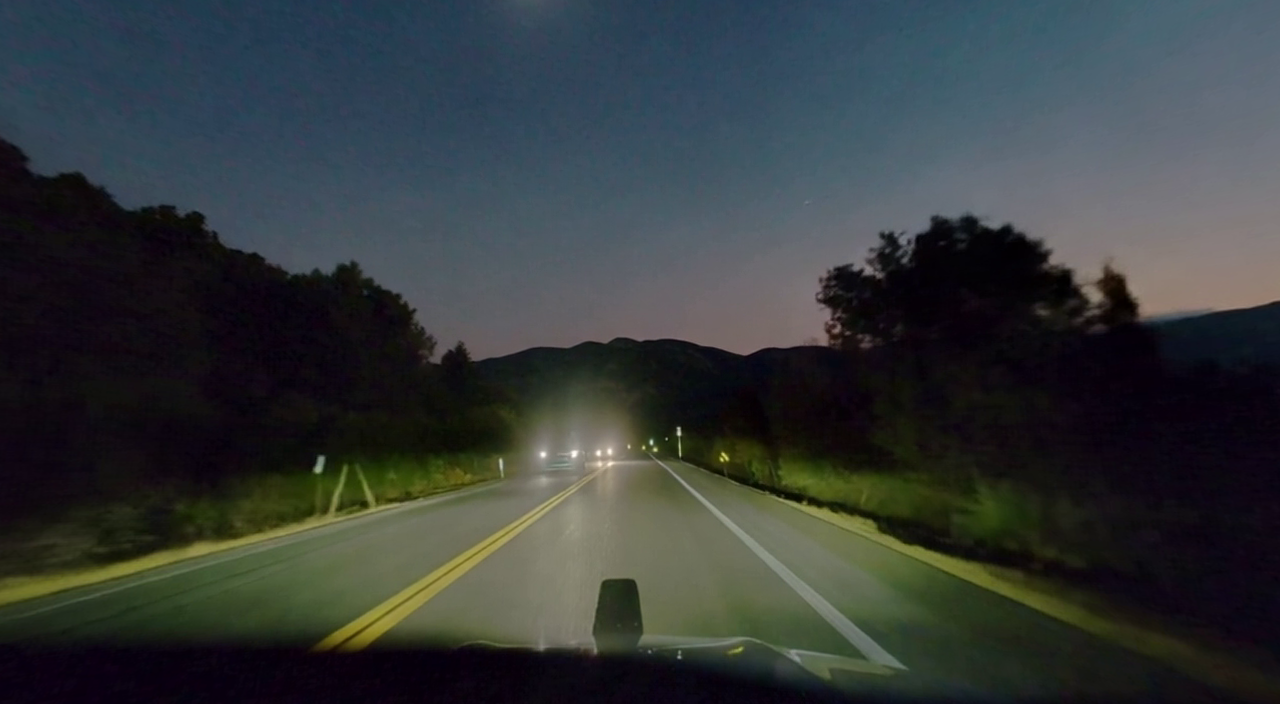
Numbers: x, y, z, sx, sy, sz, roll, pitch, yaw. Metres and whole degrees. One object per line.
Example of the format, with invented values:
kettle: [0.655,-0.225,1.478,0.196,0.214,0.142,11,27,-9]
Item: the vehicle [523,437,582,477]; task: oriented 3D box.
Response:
vehicle: [-4.317,5.240,31.814,2.309,1.826,4.542,0,-8,0]
